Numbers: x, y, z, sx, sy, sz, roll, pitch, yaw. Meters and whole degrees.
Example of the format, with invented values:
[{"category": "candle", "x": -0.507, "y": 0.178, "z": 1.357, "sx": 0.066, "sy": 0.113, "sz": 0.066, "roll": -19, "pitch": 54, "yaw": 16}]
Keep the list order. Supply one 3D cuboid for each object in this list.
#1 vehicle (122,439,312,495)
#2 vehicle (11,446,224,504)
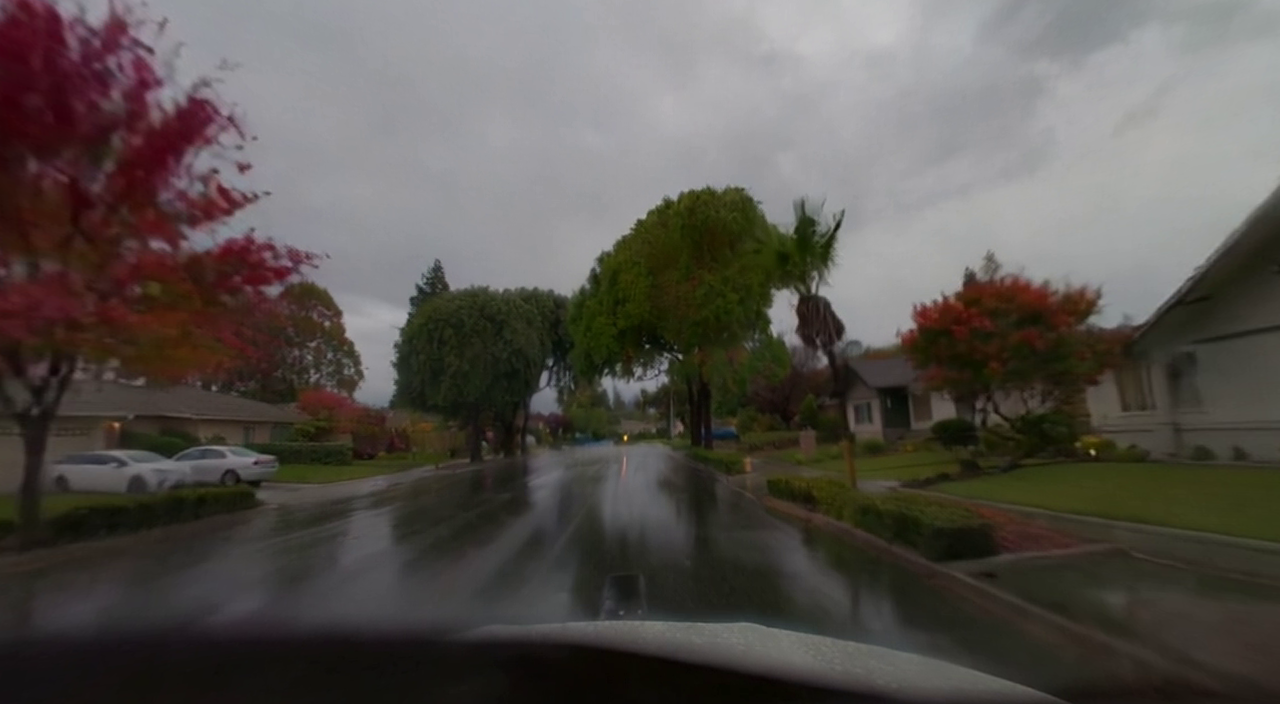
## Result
[{"category": "vehicle", "x": -14.479, "y": 3.930, "z": 21.888, "sx": 5.050, "sy": 1.774, "sz": 2.031, "roll": 0, "pitch": -8, "yaw": -2}, {"category": "vehicle", "x": -15.246, "y": 3.592, "z": 18.681, "sx": 4.358, "sy": 1.516, "sz": 2.077, "roll": 0, "pitch": -8, "yaw": -3}]
